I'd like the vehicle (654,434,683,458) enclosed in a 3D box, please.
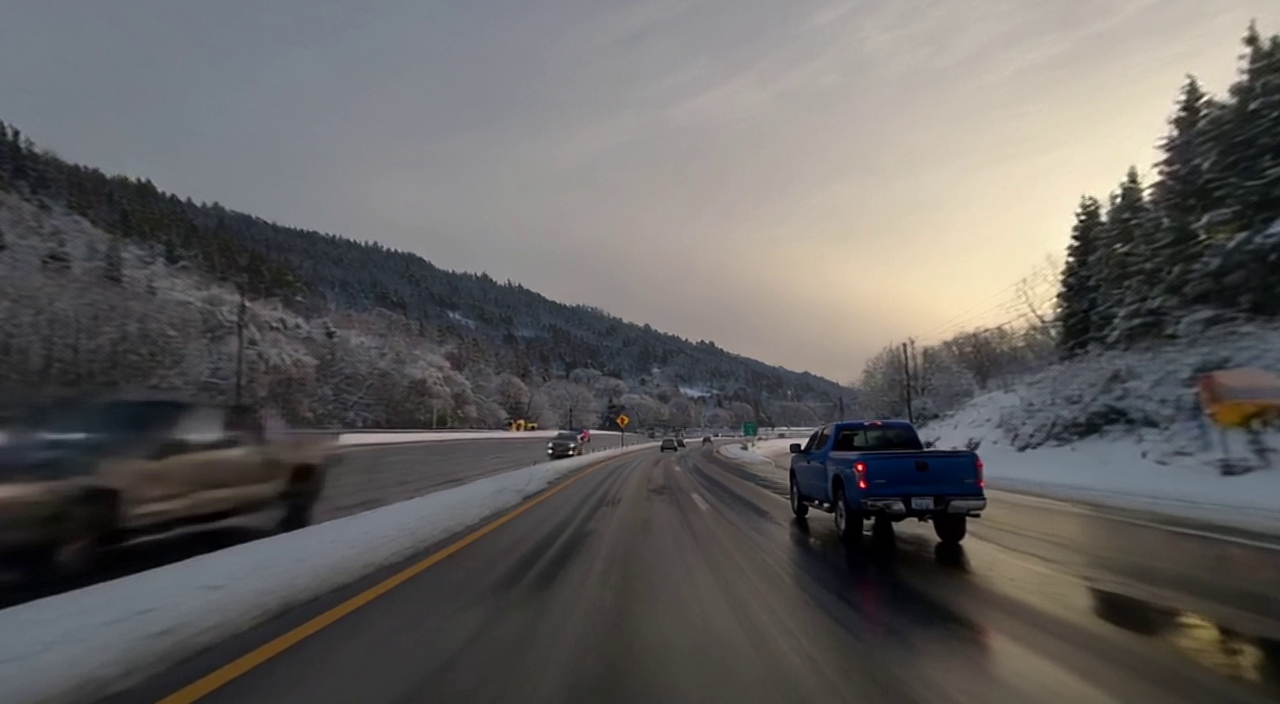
[{"bbox_3d":[2.260,7.340,49.404,2.186,1.782,4.100,-1,-9,4],"label":"vehicle"}]

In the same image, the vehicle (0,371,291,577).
[{"bbox_3d":[-6.671,1.391,7.645,2.104,1.790,4.792,0,-9,0],"label":"vehicle"}]

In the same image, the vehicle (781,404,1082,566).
[{"bbox_3d":[3.672,1.791,9.239,2.151,1.744,4.709,0,-9,0],"label":"vehicle"}]

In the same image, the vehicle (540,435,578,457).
[{"bbox_3d":[-5.967,7.047,47.124,1.990,1.533,4.572,-1,-9,3],"label":"vehicle"}]
